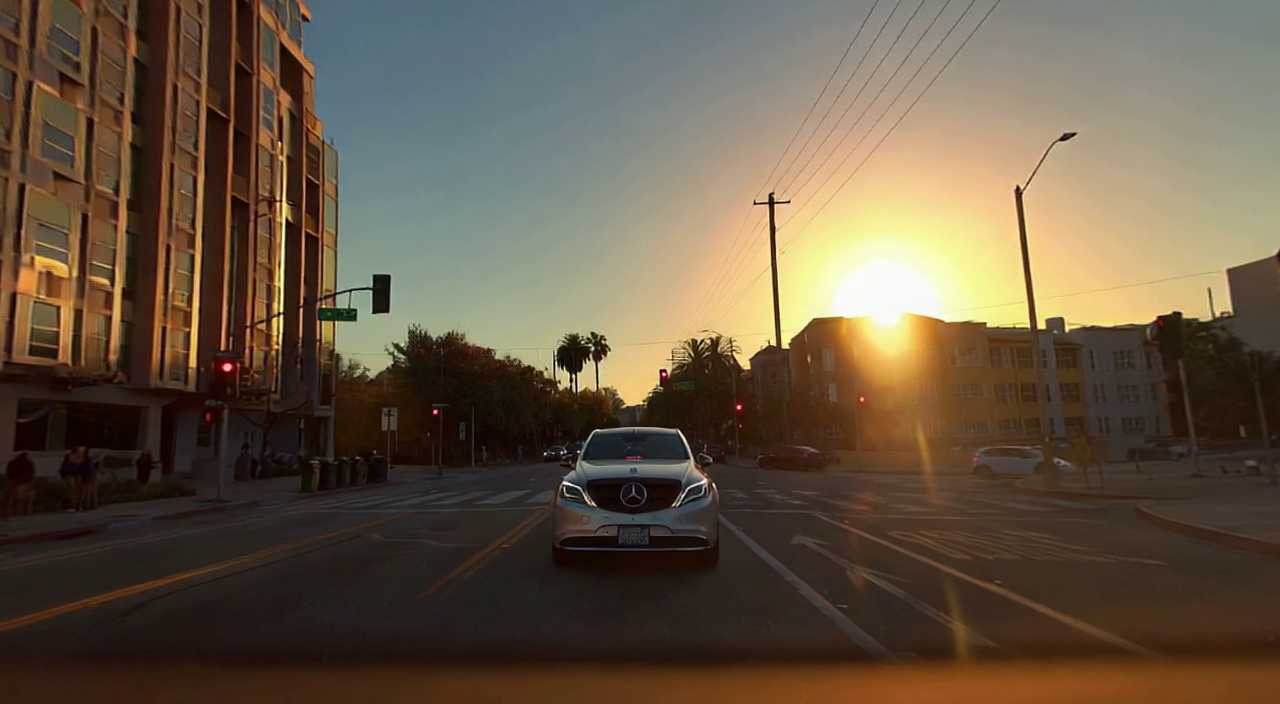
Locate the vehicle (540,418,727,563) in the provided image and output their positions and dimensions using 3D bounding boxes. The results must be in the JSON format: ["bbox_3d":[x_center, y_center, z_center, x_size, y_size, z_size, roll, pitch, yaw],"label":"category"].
[{"bbox_3d":[-0.077,1.876,9.230,2.144,1.643,3.770,0,-8,0],"label":"vehicle"}]

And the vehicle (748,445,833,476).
[{"bbox_3d":[8.945,6.457,37.750,4.494,1.704,1.976,-5,-10,30],"label":"vehicle"}]

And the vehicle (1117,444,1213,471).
[{"bbox_3d":[32.167,6.466,38.770,4.234,1.613,1.812,0,-8,-1],"label":"vehicle"}]

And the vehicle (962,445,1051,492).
[{"bbox_3d":[14.060,4.382,24.126,2.004,1.593,4.118,-8,-11,41],"label":"vehicle"}]
